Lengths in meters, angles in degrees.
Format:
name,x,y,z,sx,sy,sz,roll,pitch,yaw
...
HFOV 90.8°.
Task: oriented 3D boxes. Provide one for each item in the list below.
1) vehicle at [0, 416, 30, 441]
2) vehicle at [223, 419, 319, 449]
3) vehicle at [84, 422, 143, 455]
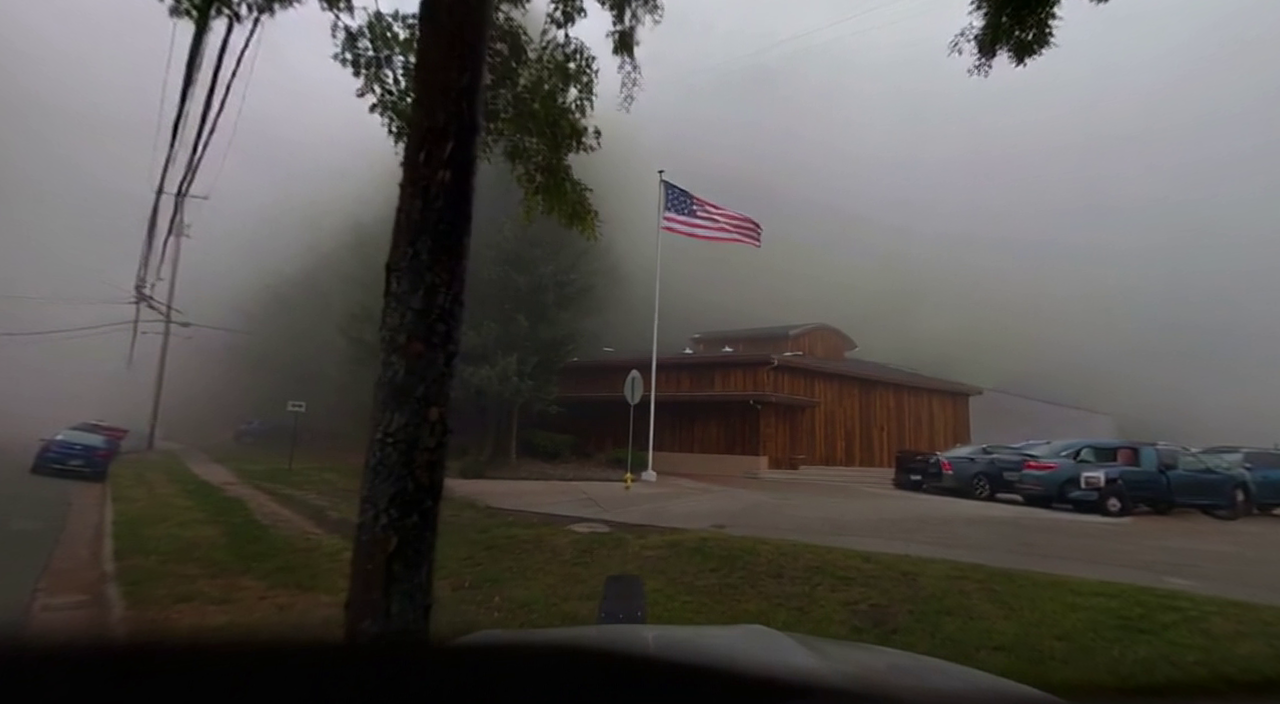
name,x,y,z,sx,sy,sz,roll,pitch,yaw
vehicle,-46.607,5.617,46.264,2.110,1.703,4.568,6,-11,-36
vehicle,-22.864,5.147,39.236,4.767,1.735,1.920,7,-11,-39
vehicle,-25.213,4.164,30.343,1.941,1.460,4.206,7,-11,-38
